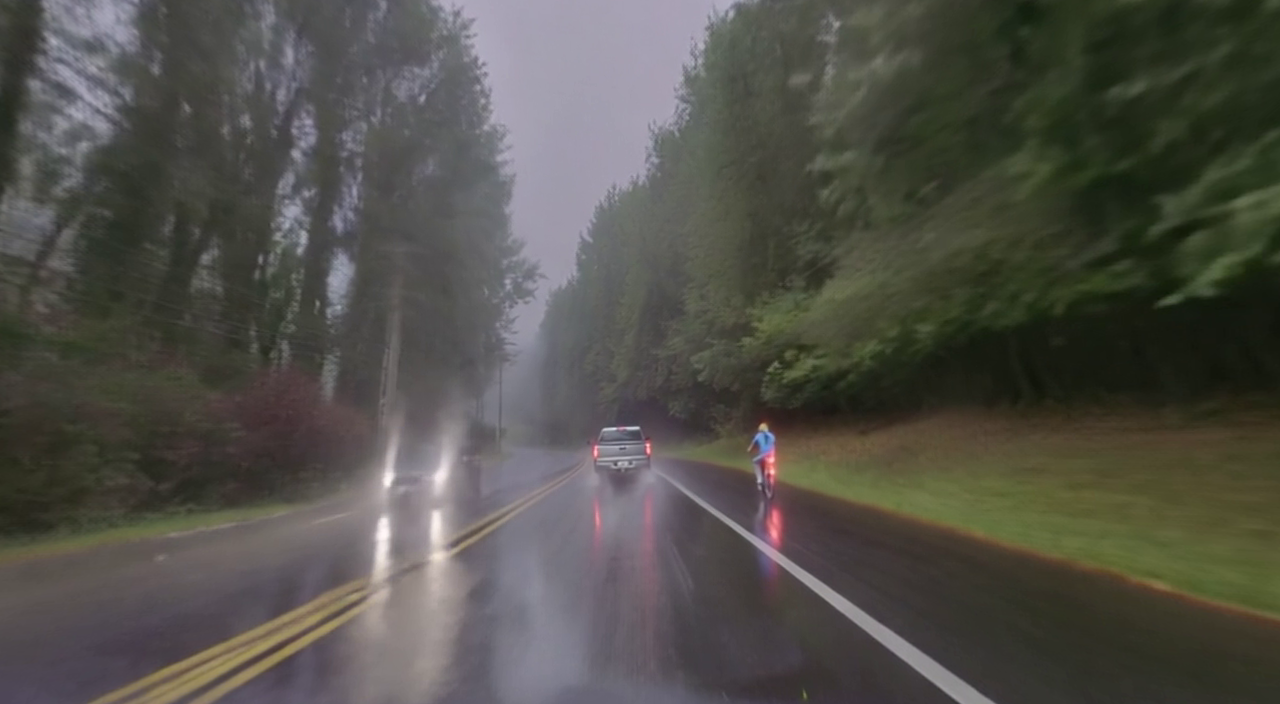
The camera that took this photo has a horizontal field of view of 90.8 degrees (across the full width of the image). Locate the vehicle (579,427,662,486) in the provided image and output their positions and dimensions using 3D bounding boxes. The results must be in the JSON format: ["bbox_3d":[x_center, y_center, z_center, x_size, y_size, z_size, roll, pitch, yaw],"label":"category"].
[{"bbox_3d":[-0.737,3.691,22.663,2.631,1.798,5.331,0,-8,-2],"label":"vehicle"}]

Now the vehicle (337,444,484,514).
[{"bbox_3d":[-5.657,3.161,16.356,2.118,1.513,4.602,-1,-8,0],"label":"vehicle"}]
